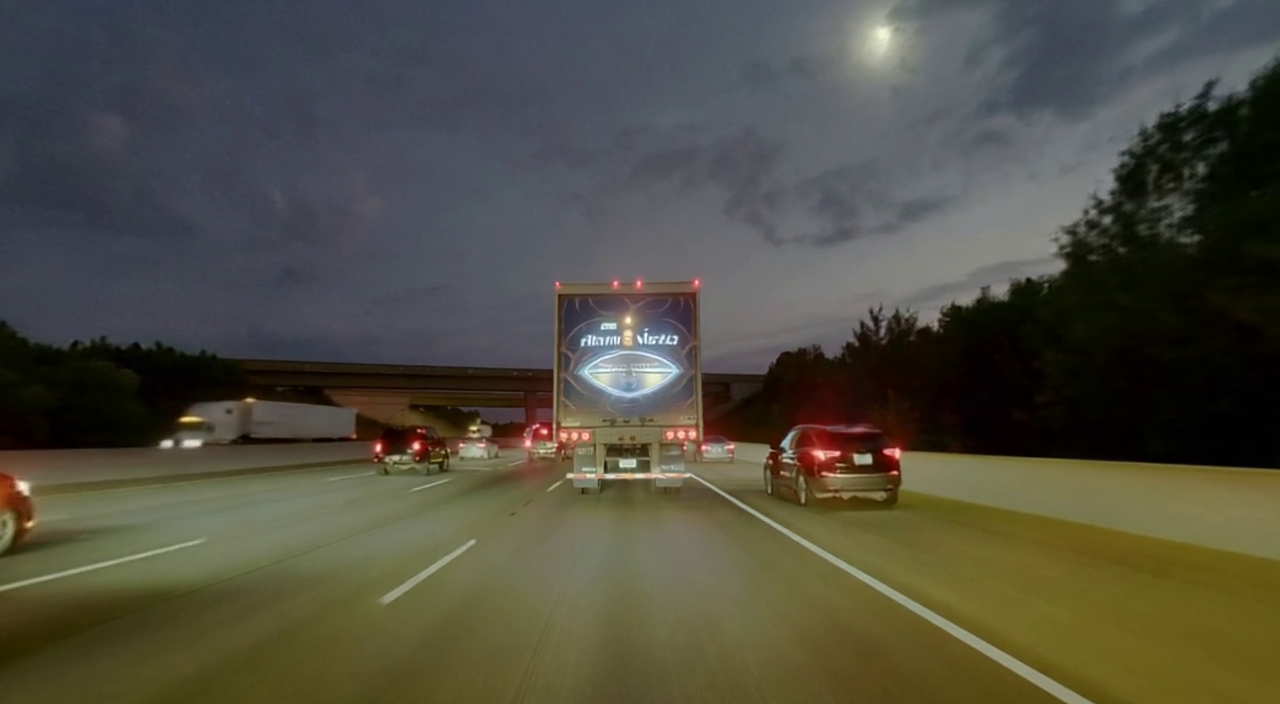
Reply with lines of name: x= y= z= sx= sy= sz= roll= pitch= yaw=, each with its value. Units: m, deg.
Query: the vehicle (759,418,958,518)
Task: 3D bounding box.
vehicle: x=3.809 y=2.096 z=12.015 sx=2.003 sy=1.519 sz=4.580 roll=0 pitch=-8 yaw=-2

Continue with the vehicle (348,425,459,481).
vehicle: x=-7.883 y=3.396 z=21.495 sx=2.057 sy=1.698 sz=4.550 roll=0 pitch=-8 yaw=0

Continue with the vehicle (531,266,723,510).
vehicle: x=-0.336 y=1.179 z=14.677 sx=2.911 sy=3.787 sz=9.905 roll=0 pitch=-8 yaw=-2

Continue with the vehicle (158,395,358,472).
vehicle: x=-23.851 y=5.420 z=41.507 sx=2.978 sy=4.017 sz=16.640 roll=0 pitch=-8 yaw=0

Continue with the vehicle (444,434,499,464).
vehicle: x=-8.663 y=4.990 z=32.579 sx=1.845 sy=1.488 sz=3.656 roll=0 pitch=-8 yaw=0
